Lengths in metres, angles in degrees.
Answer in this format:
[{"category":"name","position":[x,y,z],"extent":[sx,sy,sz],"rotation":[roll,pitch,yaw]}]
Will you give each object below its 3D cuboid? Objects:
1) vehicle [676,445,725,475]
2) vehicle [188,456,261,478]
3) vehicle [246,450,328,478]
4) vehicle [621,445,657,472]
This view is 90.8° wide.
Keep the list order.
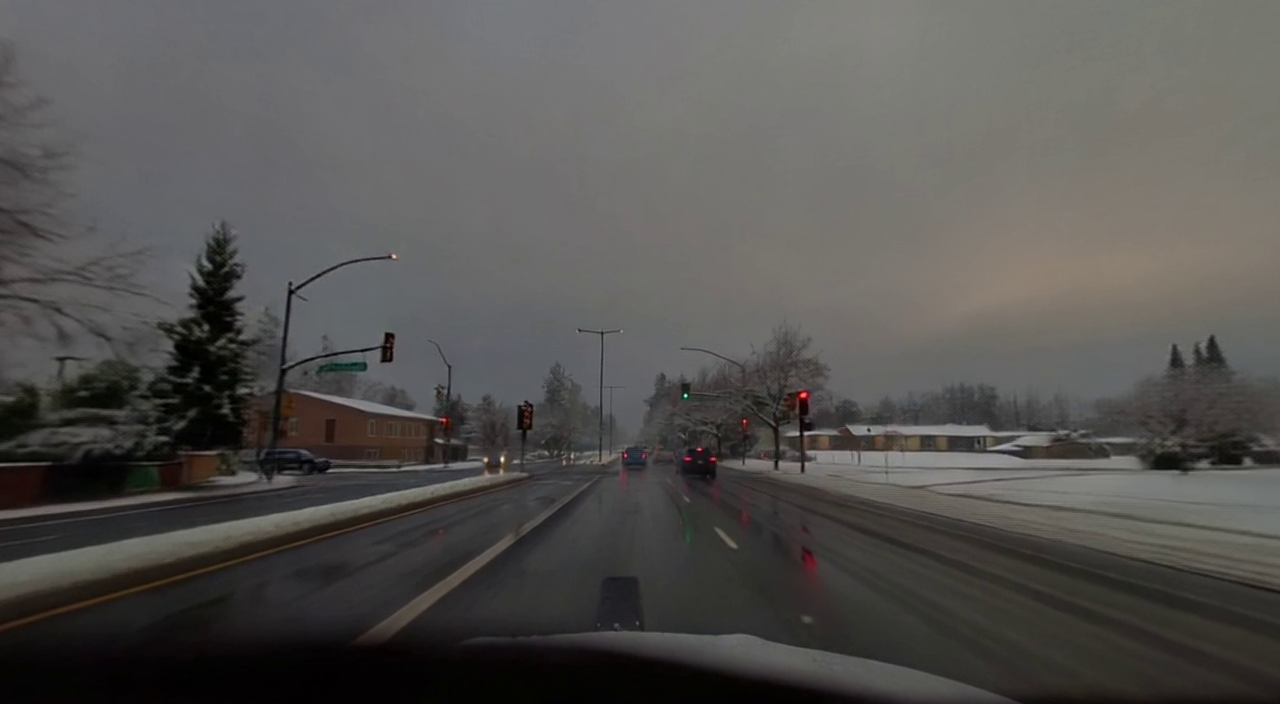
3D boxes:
[{"category":"vehicle","position":[3.124,5.661,33.455],"extent":[2.057,1.496,4.401],"rotation":[0,-8,-1]},{"category":"vehicle","position":[-31.716,8.801,48.249],"extent":[4.427,1.572,1.759],"rotation":[-1,-8,5]},{"category":"vehicle","position":[-25.113,8.004,45.073],"extent":[4.634,1.840,2.025],"rotation":[-1,-10,2]},{"category":"vehicle","position":[-0.073,6.262,37.437],"extent":[2.018,1.511,3.993],"rotation":[0,-8,0]}]
